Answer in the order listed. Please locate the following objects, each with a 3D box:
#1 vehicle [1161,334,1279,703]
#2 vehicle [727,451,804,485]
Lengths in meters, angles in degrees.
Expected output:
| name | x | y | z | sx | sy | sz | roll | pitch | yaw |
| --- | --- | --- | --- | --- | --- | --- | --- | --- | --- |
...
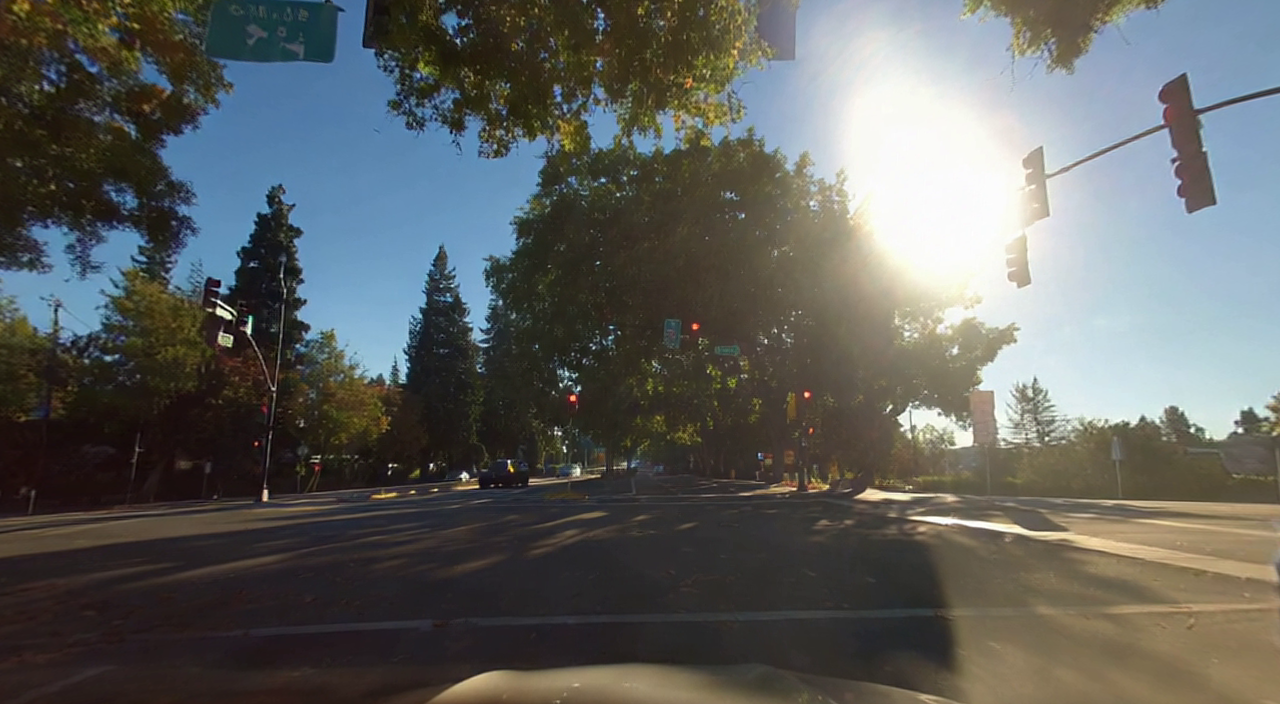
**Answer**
| name | x | y | z | sx | sy | sz | roll | pitch | yaw |
| --- | --- | --- | --- | --- | --- | --- | --- | --- | --- |
| vehicle | 3.244 | 0.473 | 0.116 | 2.140 | 1.655 | 4.786 | 0 | -9 | -1 |
| vehicle | 8.836 | 8.241 | 45.431 | 2.771 | 2.214 | 7.159 | 2 | -9 | -12 |
